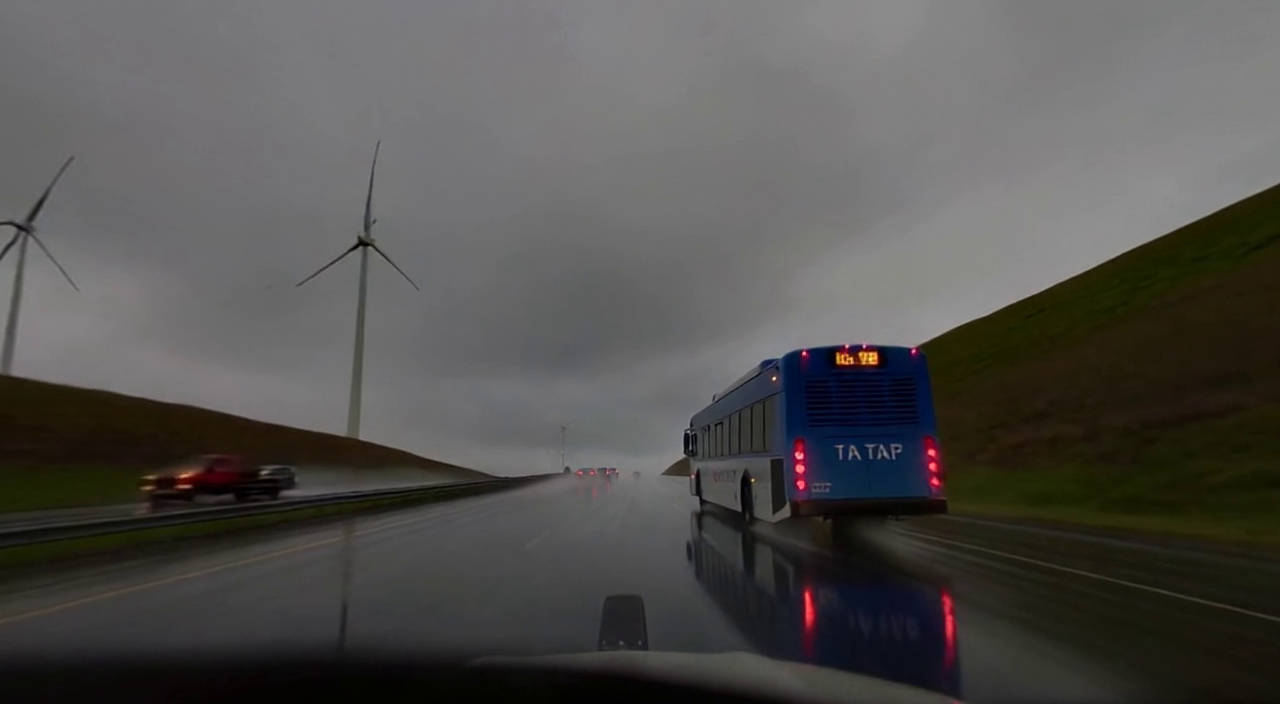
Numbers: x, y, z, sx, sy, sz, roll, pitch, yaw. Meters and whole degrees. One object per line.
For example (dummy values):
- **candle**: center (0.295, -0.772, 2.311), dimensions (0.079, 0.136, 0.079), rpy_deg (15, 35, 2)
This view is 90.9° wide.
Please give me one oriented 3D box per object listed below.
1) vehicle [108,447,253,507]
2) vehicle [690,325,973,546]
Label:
- **vehicle**: center (-19.027, 5.215, 26.474), dimensions (2.342, 2.255, 4.846), rpy_deg (1, -10, 0)
- **vehicle**: center (3.644, 2.628, 17.460), dimensions (2.941, 3.574, 14.463), rpy_deg (1, -10, -2)
